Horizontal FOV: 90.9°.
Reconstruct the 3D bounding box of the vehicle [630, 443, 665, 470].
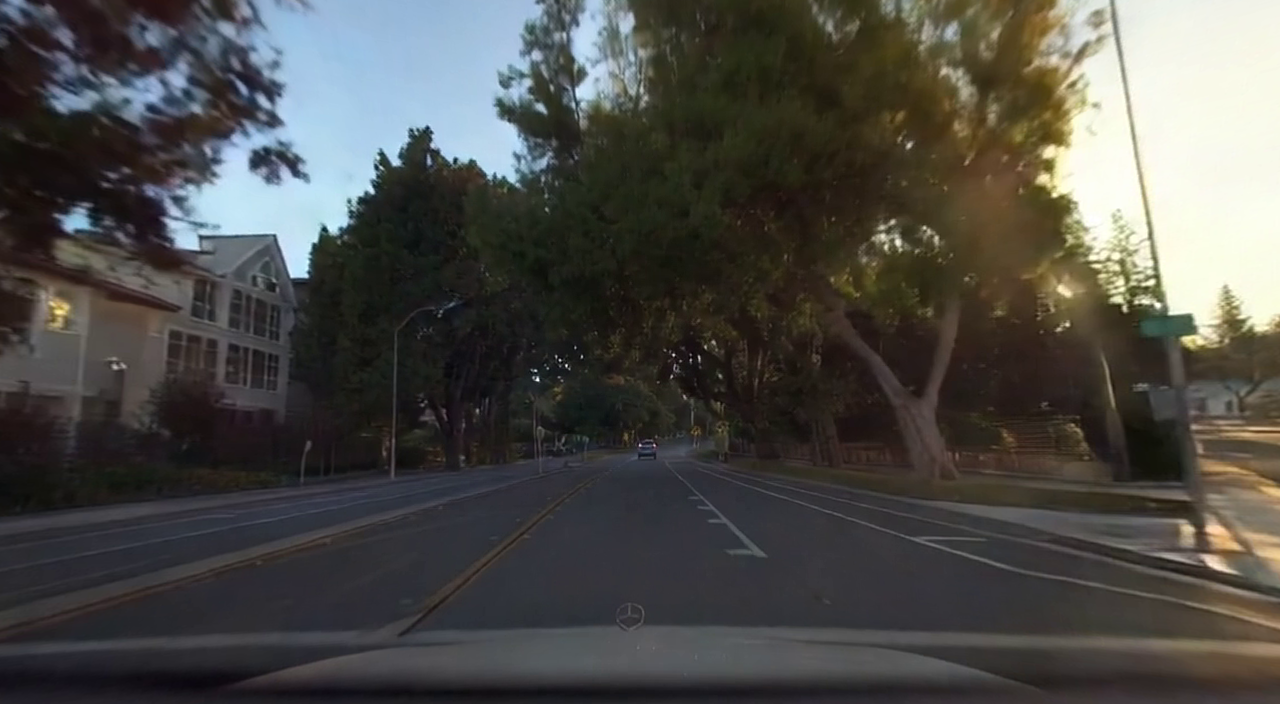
[{"bbox_3d":[0.491,6.841,41.445,2.200,1.653,4.127,0,-8,1],"label":"vehicle"}]
